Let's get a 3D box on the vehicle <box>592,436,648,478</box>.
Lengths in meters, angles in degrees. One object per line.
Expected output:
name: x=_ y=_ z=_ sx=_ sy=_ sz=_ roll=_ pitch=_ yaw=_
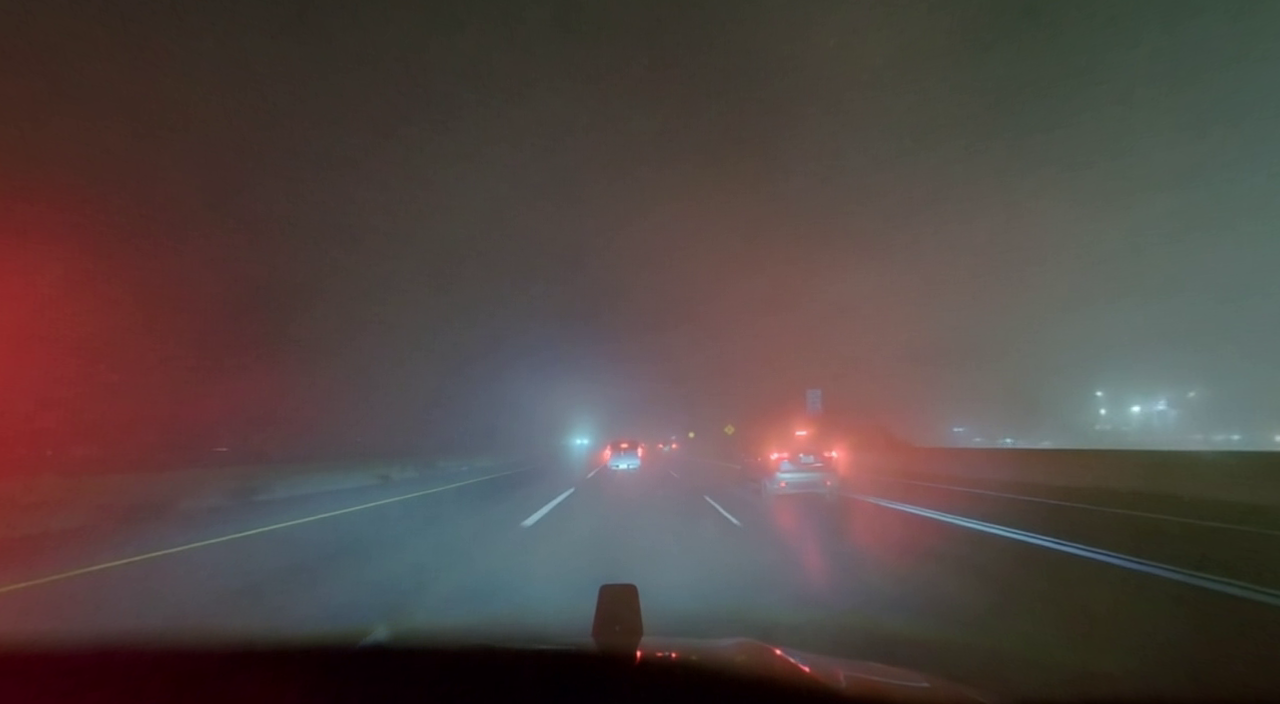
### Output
vehicle: x=-0.787 y=4.307 z=25.973 sx=2.147 sy=1.576 sz=3.964 roll=0 pitch=-8 yaw=-1
